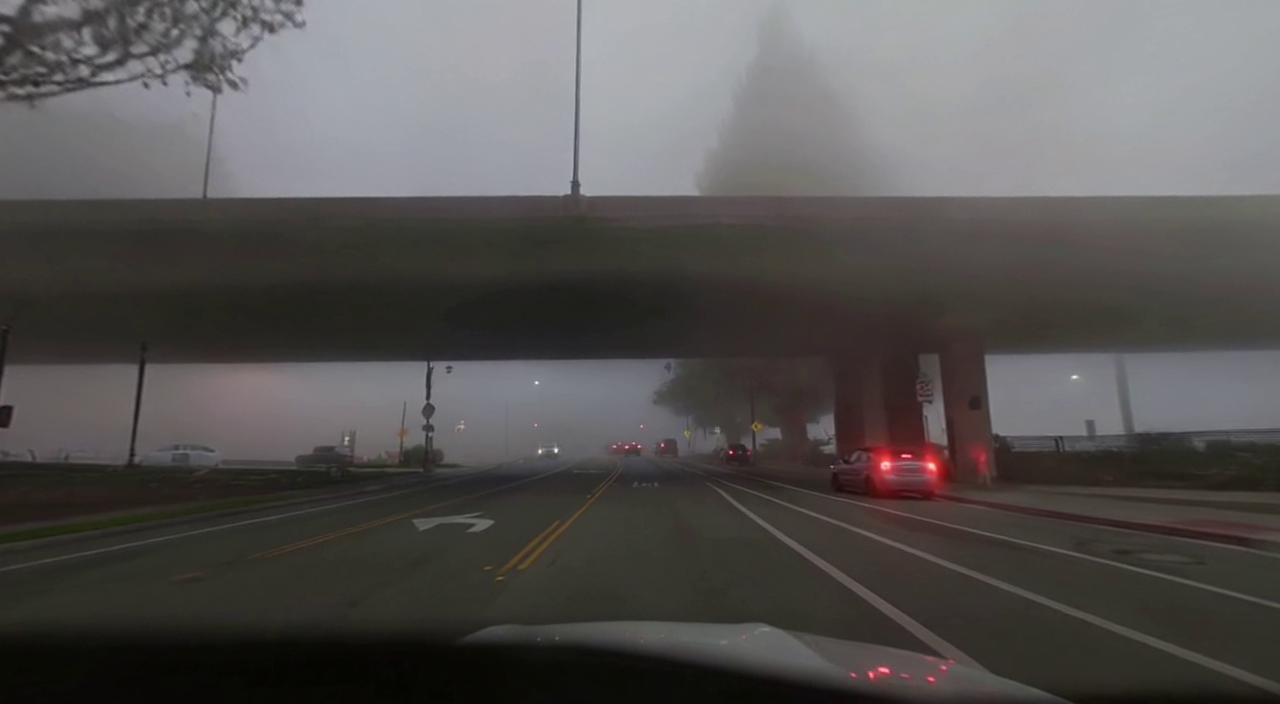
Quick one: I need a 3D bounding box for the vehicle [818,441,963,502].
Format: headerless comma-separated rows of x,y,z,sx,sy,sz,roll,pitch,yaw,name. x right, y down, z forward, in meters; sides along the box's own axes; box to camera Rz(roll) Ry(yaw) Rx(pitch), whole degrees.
6.629,3.197,17.348,2.035,1.435,4.481,0,-9,-2,vehicle

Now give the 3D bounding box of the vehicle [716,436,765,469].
6.203,6.250,39.508,2.154,1.915,4.908,0,-9,-2,vehicle

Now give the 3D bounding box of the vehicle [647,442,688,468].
1.605,6.312,38.750,2.280,1.475,4.051,0,-8,-1,vehicle

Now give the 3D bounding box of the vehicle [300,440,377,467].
-20.741,6.975,43.511,4.335,1.772,1.927,1,-9,-5,vehicle
